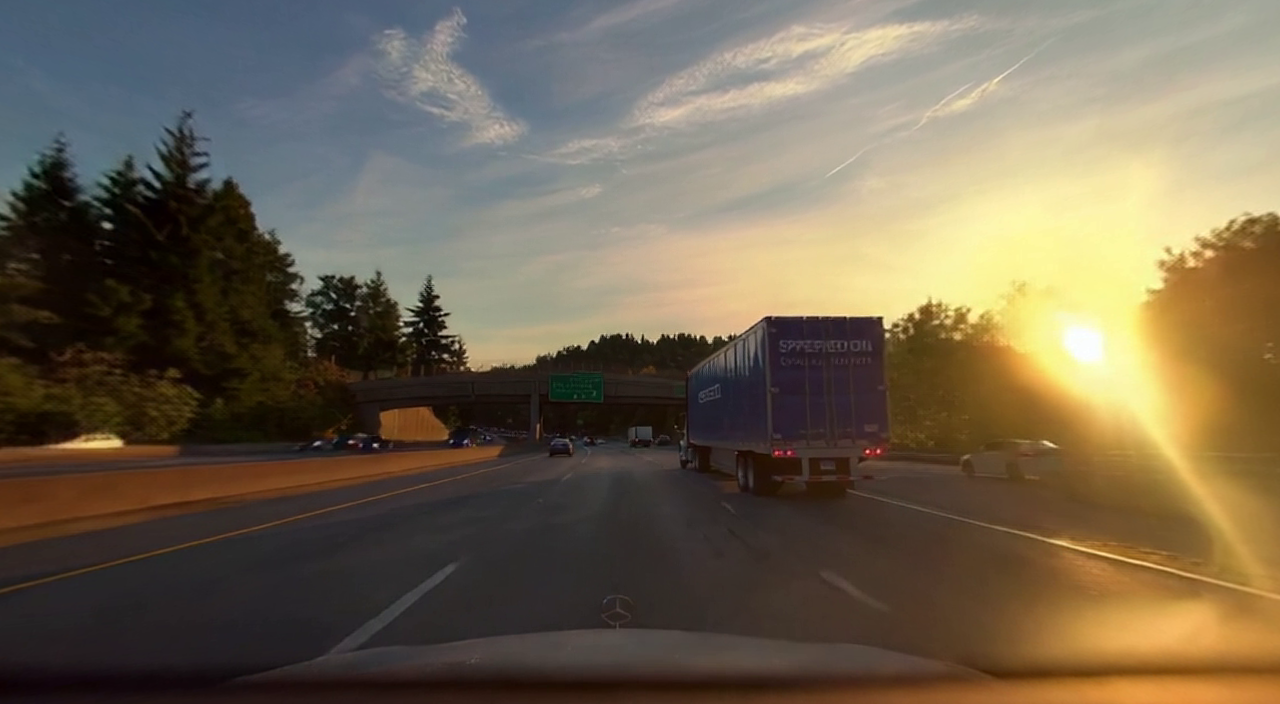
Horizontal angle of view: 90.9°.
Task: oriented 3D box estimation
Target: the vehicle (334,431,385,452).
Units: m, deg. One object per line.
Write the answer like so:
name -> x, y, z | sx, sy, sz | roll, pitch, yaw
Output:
vehicle -> -20.698, 6.643, 46.719 | 1.824, 1.479, 4.672 | 1, -8, -3

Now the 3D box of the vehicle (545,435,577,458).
vehicle -> -5.654, 6.792, 45.513 | 2.030, 1.547, 3.862 | 1, -8, -3

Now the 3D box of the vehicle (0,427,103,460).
vehicle -> -31.583, 4.800, 33.279 | 1.918, 1.620, 4.789 | 0, -8, 4

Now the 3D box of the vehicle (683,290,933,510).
vehicle -> 3.564, 1.797, 18.753 | 2.910, 4.051, 14.278 | 0, -8, -3
